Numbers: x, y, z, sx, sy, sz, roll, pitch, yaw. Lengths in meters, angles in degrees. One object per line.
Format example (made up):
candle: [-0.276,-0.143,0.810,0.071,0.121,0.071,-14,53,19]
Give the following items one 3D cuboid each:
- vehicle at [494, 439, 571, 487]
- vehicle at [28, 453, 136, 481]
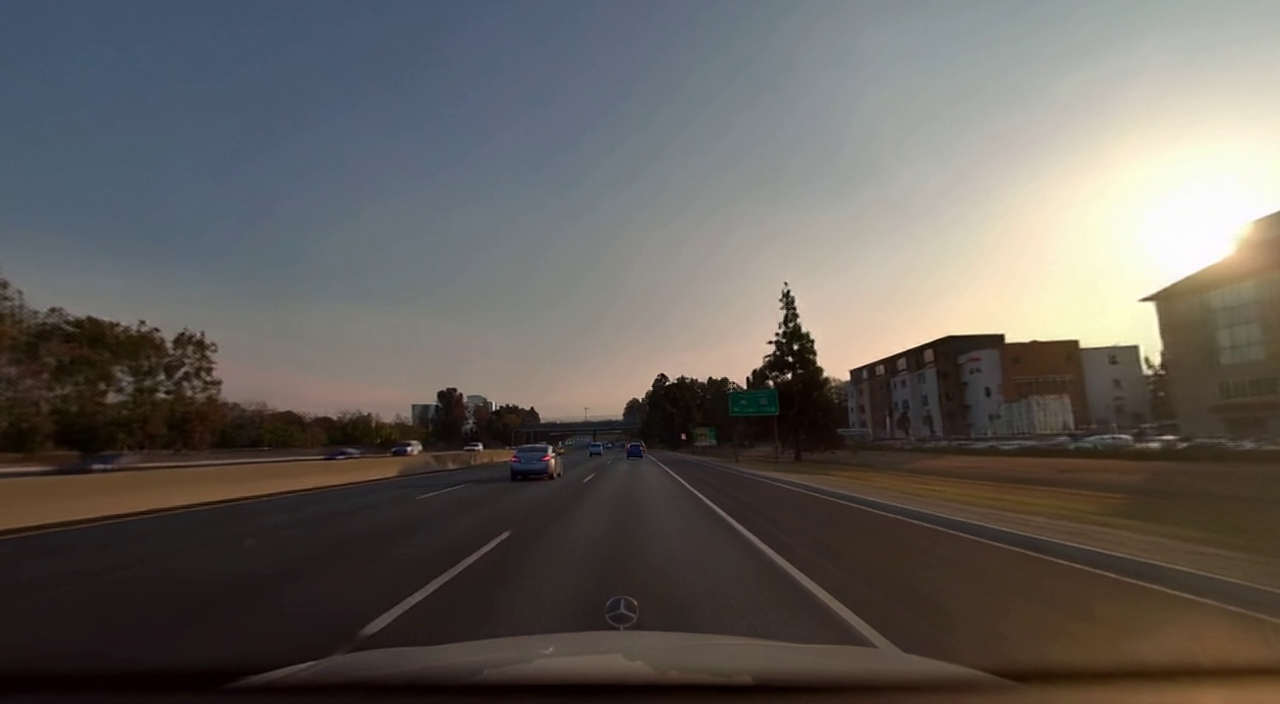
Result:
vehicle: [-3.551,3.764,21.683,1.920,1.463,4.134,0,-9,0]
vehicle: [-32.172,6.609,36.654,2.084,1.483,4.615,0,-9,0]
